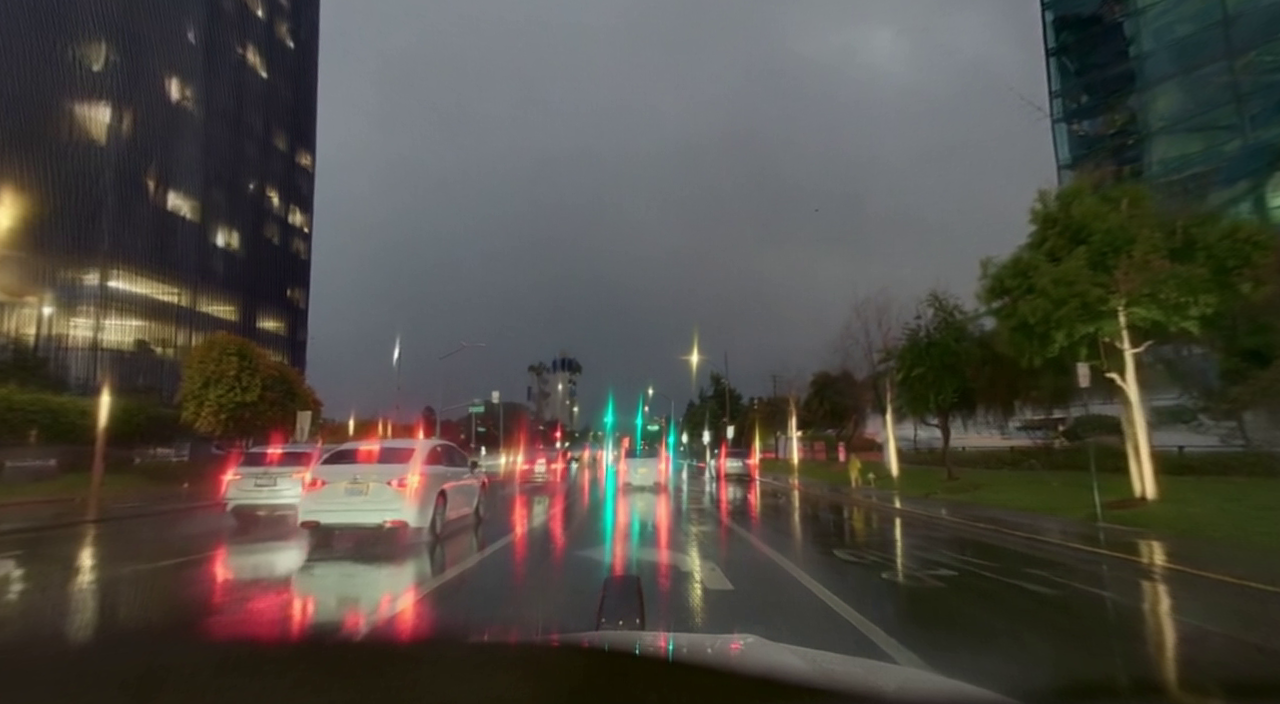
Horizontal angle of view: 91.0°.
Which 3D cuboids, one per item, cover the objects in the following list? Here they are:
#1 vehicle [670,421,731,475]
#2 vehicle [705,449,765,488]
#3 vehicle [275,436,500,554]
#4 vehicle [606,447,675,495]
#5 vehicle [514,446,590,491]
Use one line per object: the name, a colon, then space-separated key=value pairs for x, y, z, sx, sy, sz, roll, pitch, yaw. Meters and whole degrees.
vehicle: x=4.009 y=6.866 z=45.177 sx=3.074 sy=3.316 sz=12.953 roll=0 pitch=-9 yaw=0
vehicle: x=4.020 y=4.982 z=27.351 sx=1.940 sy=1.514 sz=4.187 roll=0 pitch=-9 yaw=0
vehicle: x=-3.780 y=2.189 z=10.395 sx=1.933 sy=1.520 sz=4.195 roll=0 pitch=-9 yaw=0
vehicle: x=0.054 y=4.123 z=22.249 sx=2.174 sy=1.509 sz=4.374 roll=0 pitch=-9 yaw=1
vehicle: x=-3.193 y=4.339 z=23.807 sx=2.044 sy=1.508 sz=4.479 roll=0 pitch=-9 yaw=2
